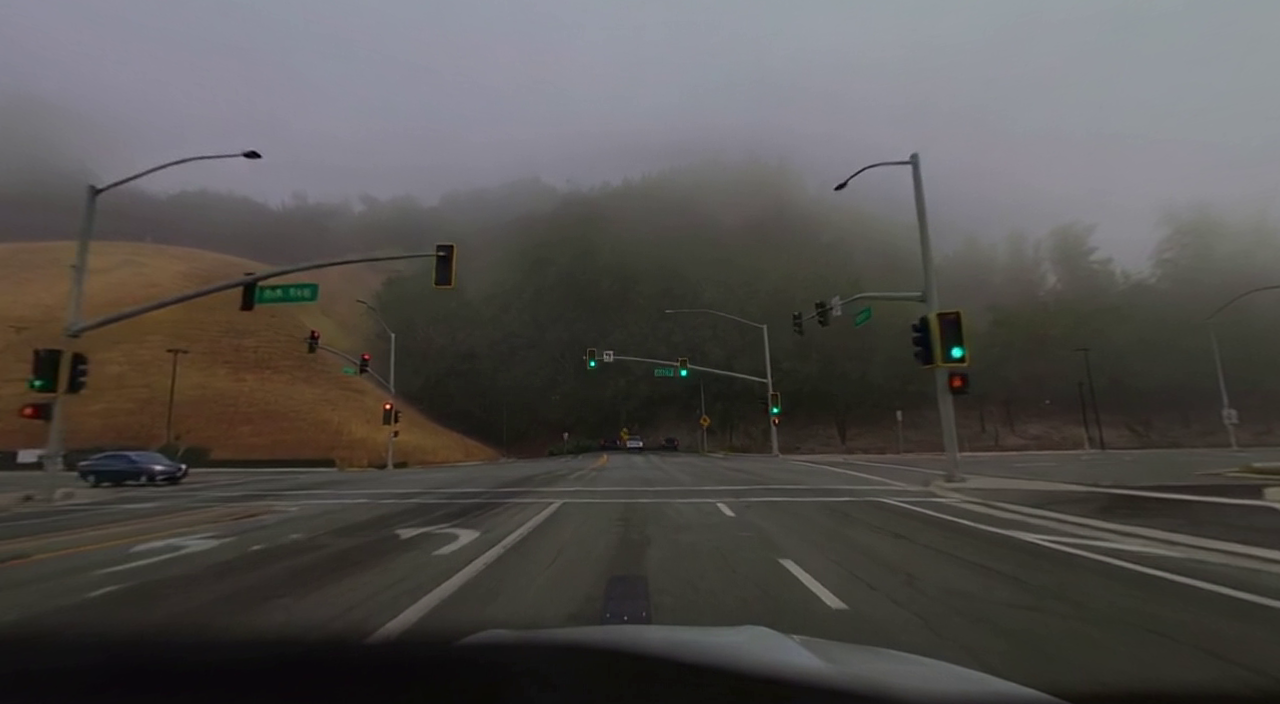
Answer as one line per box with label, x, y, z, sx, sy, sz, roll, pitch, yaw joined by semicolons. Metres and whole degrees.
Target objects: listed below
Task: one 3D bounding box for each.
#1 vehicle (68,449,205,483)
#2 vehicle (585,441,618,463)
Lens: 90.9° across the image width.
vehicle;-22.181;5.013;27.867;4.518;1.423;1.888;-1;-8;4
vehicle;-2.961;7.869;49.499;1.723;1.522;3.791;-5;-10;8
